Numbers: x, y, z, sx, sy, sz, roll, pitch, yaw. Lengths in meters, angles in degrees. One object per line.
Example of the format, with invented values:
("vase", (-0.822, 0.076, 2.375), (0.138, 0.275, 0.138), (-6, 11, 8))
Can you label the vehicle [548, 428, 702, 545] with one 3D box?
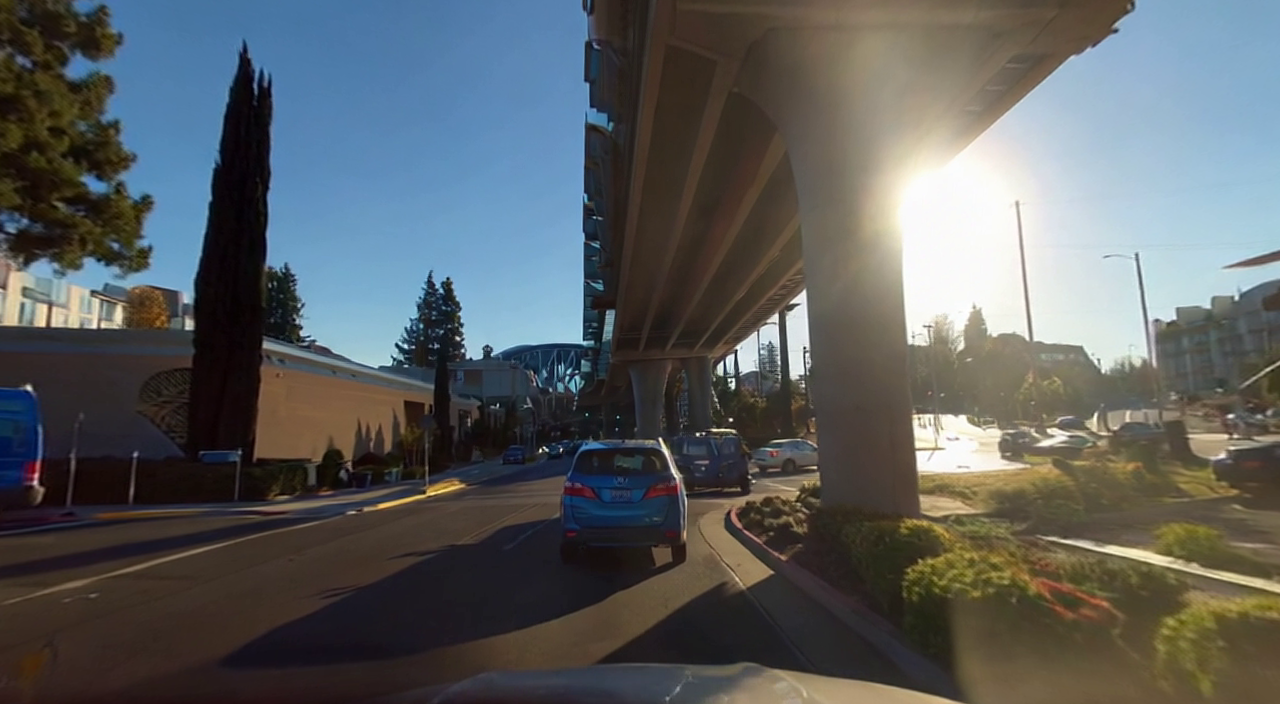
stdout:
("vehicle", (-0.110, 2.186, 10.975), (2.087, 1.578, 4.652), (-1, -9, 2))

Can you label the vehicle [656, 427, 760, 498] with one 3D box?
("vehicle", (2.279, 3.381, 19.736), (2.241, 1.885, 4.771), (-3, -9, 18))

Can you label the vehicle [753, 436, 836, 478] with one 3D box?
("vehicle", (7.256, 4.853, 29.479), (1.995, 1.762, 4.310), (-7, -11, 39))
